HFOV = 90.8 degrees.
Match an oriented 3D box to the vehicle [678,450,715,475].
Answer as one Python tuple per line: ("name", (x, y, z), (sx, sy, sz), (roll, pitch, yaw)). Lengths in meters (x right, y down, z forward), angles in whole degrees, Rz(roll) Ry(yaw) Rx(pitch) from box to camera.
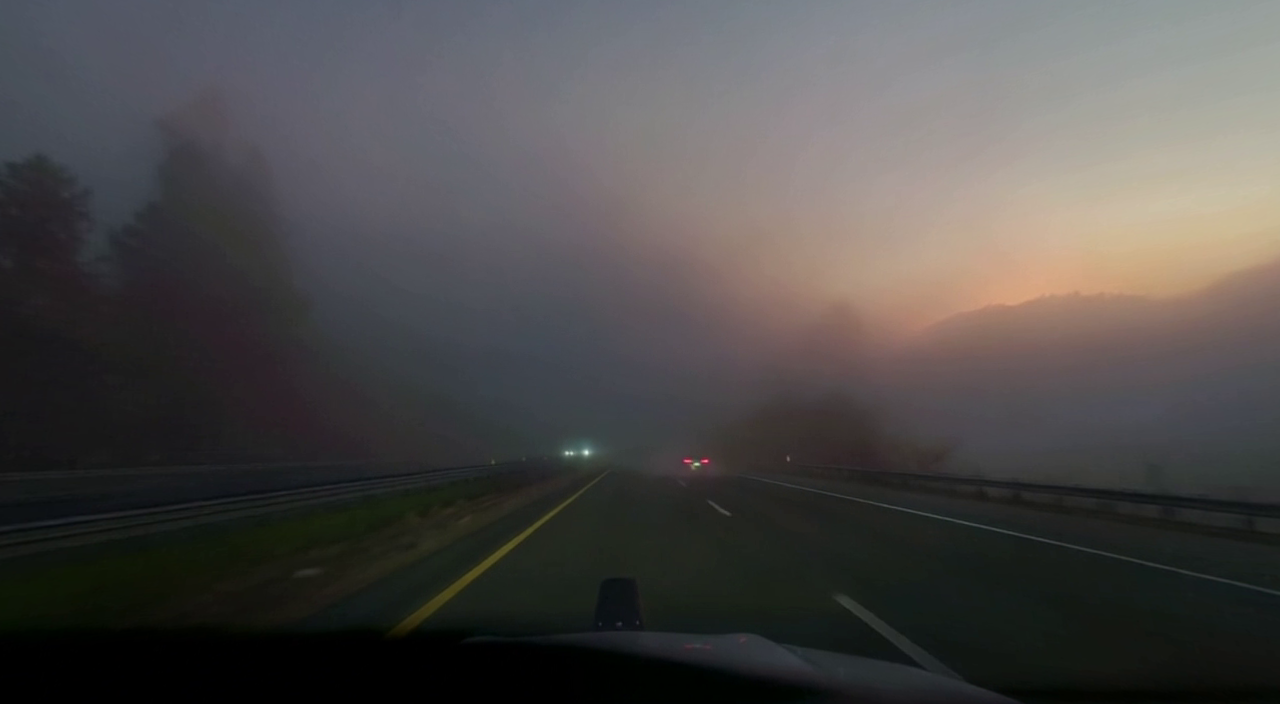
("vehicle", (3.490, 6.858, 39.362), (1.870, 1.486, 3.858), (0, -9, -1))
